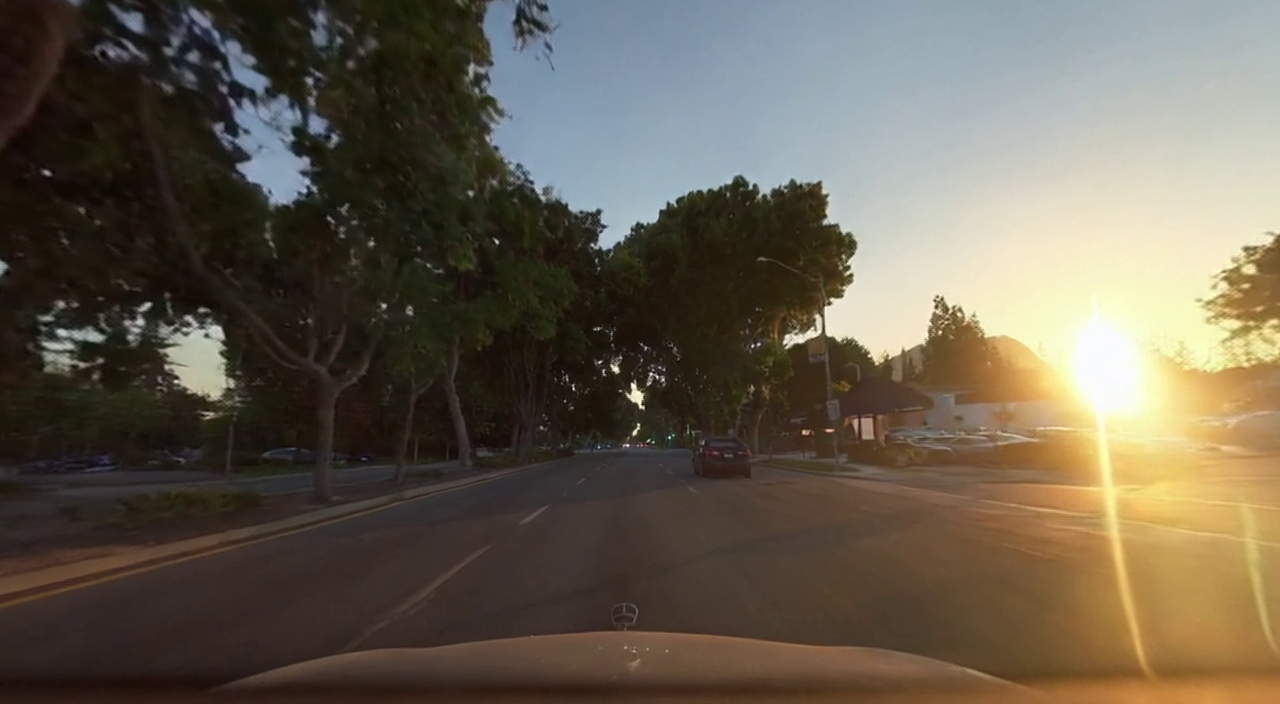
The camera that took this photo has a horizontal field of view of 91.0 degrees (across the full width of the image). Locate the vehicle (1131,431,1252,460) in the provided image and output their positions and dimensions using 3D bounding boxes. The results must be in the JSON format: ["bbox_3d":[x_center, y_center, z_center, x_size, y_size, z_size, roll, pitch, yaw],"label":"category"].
[{"bbox_3d":[28.151,4.791,32.309,4.089,1.389,2.050,-2,-8,17],"label":"vehicle"}]

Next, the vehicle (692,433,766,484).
[{"bbox_3d":[3.243,4.006,23.957,2.083,1.743,4.354,0,-8,-1],"label":"vehicle"}]
